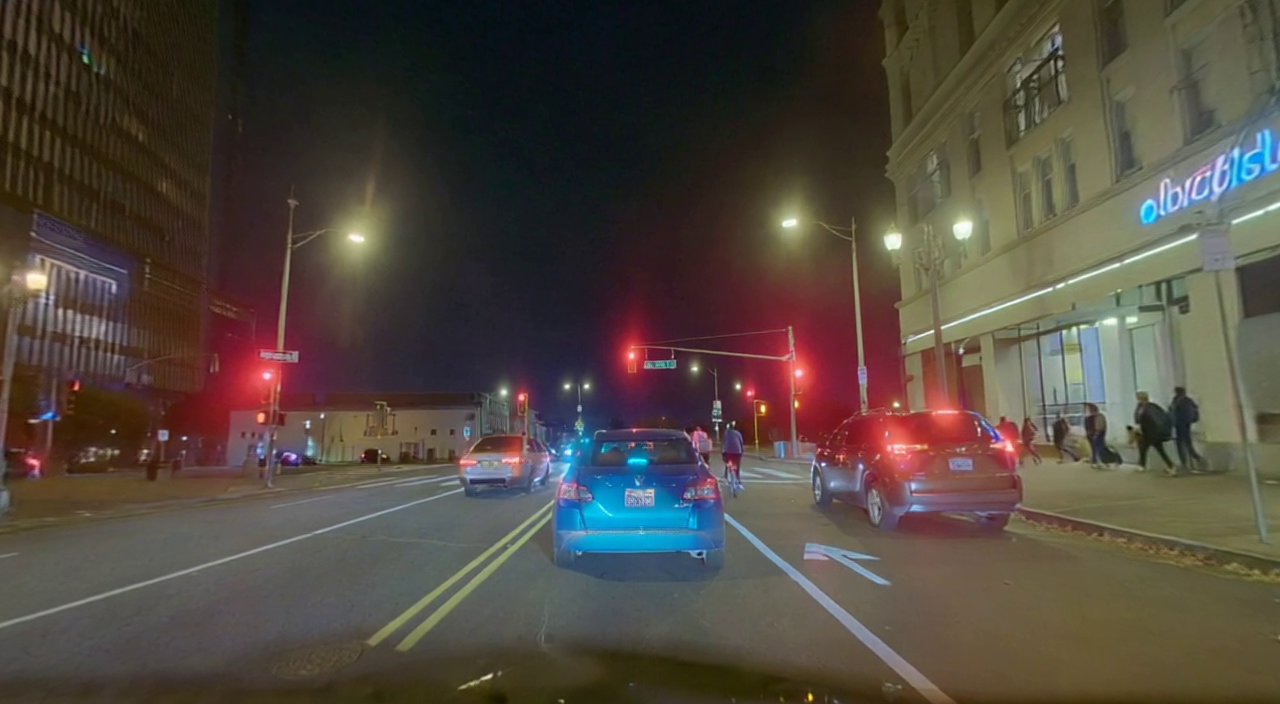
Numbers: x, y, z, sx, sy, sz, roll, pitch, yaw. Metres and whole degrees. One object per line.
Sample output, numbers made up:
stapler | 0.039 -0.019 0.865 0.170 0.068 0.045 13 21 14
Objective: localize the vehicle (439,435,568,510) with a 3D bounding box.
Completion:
vehicle | -2.943 2.722 14.722 2.039 1.452 4.489 0 -9 0

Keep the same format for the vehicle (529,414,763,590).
vehicle | 0.041 1.650 7.721 2.091 1.557 4.000 0 -9 0

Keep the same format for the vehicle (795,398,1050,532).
vehicle | 4.513 1.923 11.171 2.142 1.829 4.767 0 -9 -2
